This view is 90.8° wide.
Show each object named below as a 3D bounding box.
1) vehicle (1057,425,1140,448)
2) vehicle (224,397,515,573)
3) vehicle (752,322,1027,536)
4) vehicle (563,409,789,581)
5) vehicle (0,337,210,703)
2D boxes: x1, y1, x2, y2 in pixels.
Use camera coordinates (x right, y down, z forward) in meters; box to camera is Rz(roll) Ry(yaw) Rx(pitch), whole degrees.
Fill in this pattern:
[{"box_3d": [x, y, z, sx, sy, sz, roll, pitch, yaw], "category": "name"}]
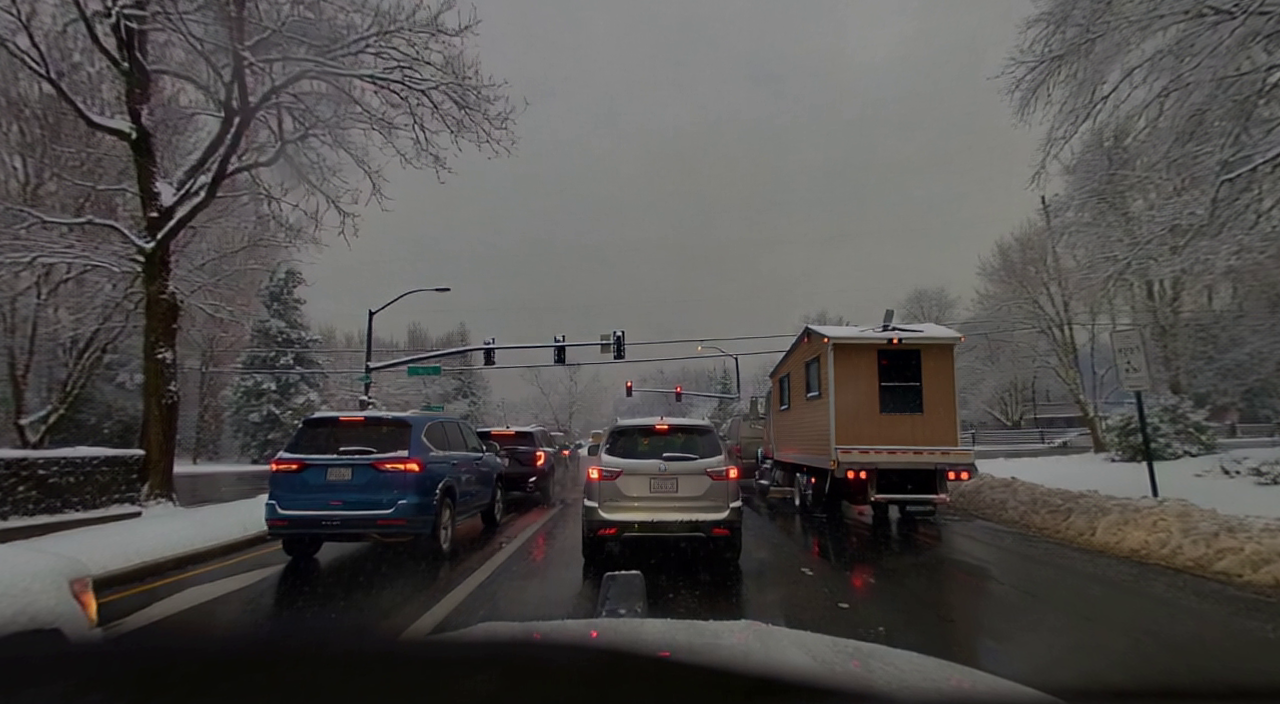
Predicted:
[{"box_3d": [33.170, 6.151, 45.879, 4.671, 1.595, 1.824, -6, -10, 31], "category": "vehicle"}, {"box_3d": [-3.265, 1.715, 8.854, 2.085, 1.812, 4.388, 0, -9, 0], "category": "vehicle"}, {"box_3d": [3.686, 1.390, 10.984, 2.531, 2.750, 5.595, 0, -9, 1], "category": "vehicle"}, {"box_3d": [0.360, 1.709, 8.306, 2.189, 1.649, 4.171, 0, -9, 0], "category": "vehicle"}, {"box_3d": [-3.423, 0.677, 1.483, 1.952, 1.730, 4.116, 0, -9, -1], "category": "vehicle"}]
